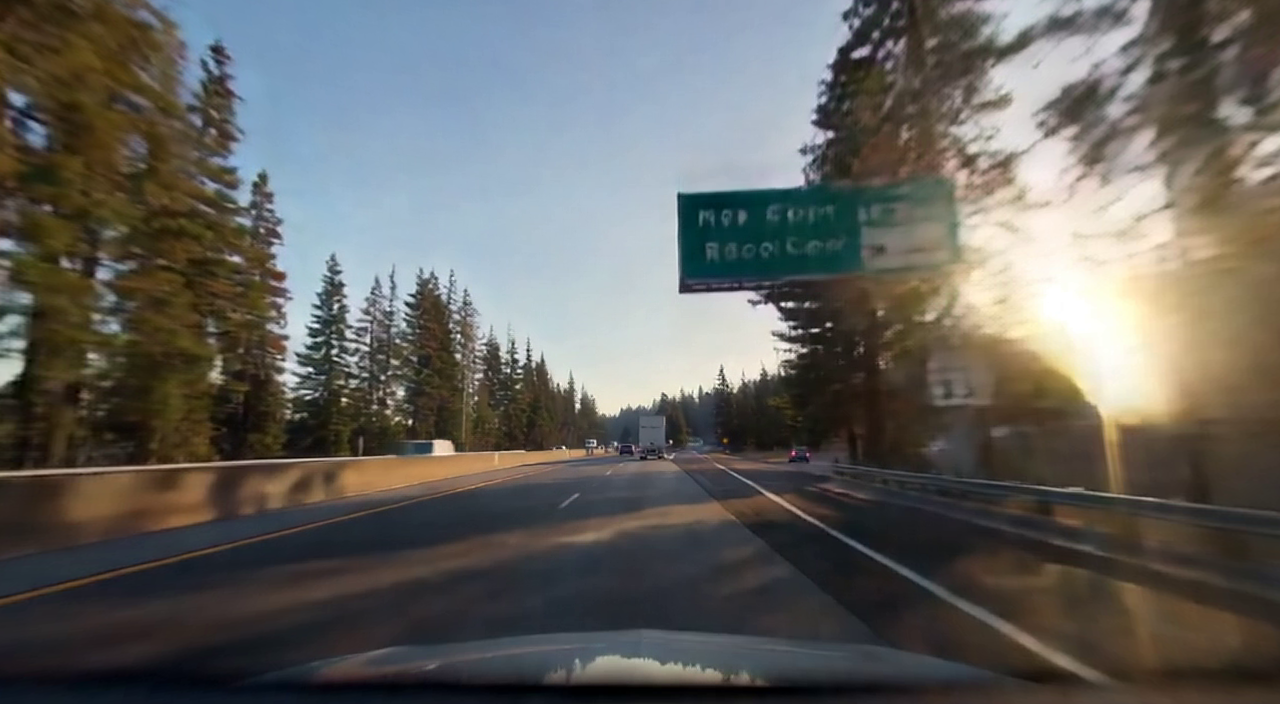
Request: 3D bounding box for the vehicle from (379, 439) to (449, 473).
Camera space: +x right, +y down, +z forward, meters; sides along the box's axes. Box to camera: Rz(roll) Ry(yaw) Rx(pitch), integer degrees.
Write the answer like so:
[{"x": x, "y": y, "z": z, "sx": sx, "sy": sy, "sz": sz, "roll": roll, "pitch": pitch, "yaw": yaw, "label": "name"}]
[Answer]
[{"x": -11.313, "y": 5.218, "z": 31.921, "sx": 1.959, "sy": 1.563, "sz": 4.426, "roll": 0, "pitch": -8, "yaw": 0, "label": "vehicle"}]
